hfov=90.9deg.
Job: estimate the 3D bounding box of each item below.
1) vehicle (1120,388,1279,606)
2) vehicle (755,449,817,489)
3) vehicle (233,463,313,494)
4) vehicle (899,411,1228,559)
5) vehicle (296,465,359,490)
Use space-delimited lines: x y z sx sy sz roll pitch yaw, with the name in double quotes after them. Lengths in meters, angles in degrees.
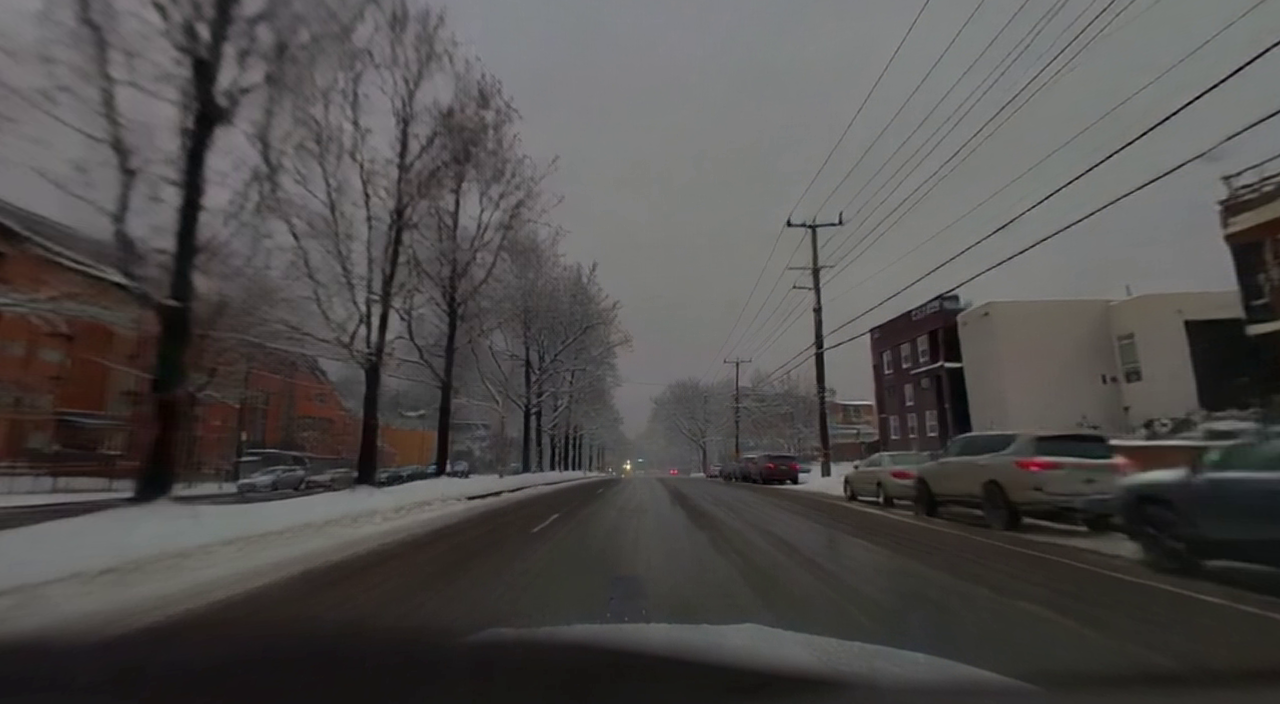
6.728 1.179 4.868 2.148 1.904 4.910 0 -8 0 "vehicle"
7.198 5.768 31.539 1.998 1.819 4.621 0 -8 1 "vehicle"
-22.215 7.669 38.373 1.966 1.595 4.719 0 -8 1 "vehicle"
6.701 2.148 11.012 2.163 1.949 5.158 0 -8 0 "vehicle"
-22.048 8.868 44.678 1.921 1.508 4.738 0 -8 1 "vehicle"
